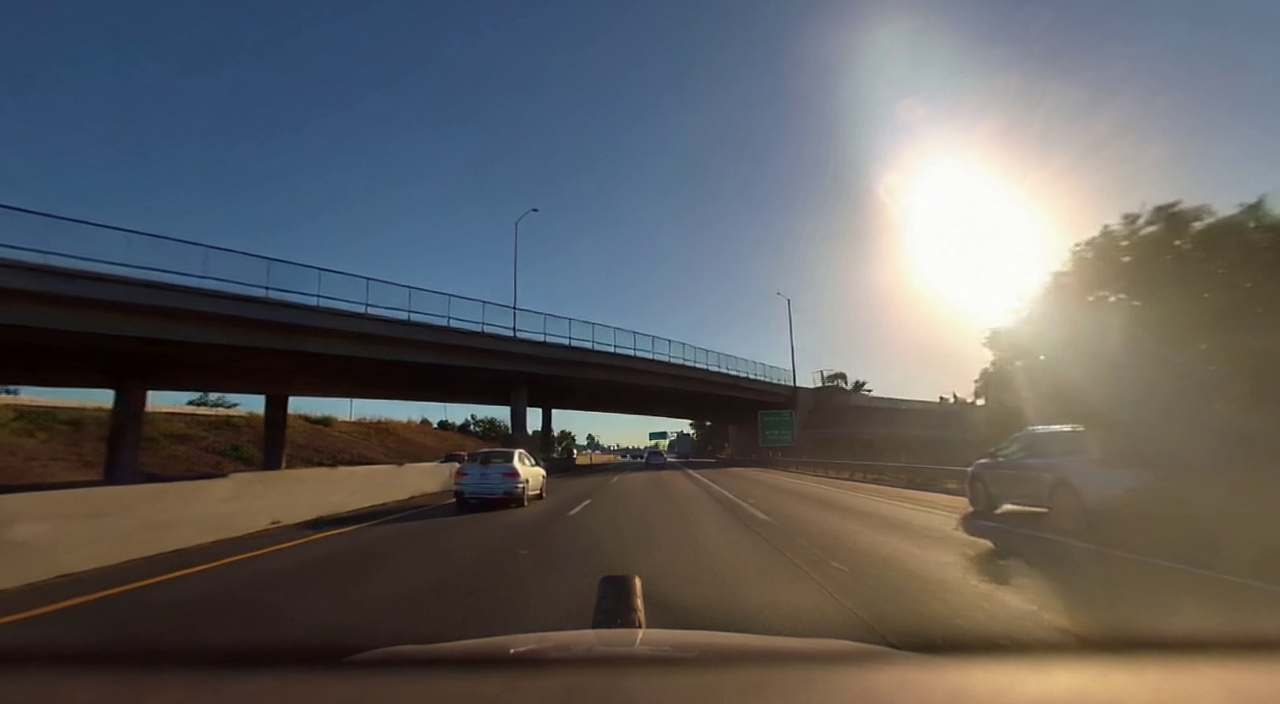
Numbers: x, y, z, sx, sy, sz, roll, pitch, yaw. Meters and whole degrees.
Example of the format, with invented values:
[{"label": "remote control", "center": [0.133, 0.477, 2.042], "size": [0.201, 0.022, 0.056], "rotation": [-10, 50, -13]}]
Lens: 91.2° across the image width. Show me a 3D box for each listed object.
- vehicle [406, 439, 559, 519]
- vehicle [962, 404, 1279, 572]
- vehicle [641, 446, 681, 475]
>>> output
[{"label": "vehicle", "center": [-3.526, 2.921, 14.978], "size": [2.084, 1.594, 4.219], "rotation": [-2, -9, 8]}, {"label": "vehicle", "center": [6.351, 1.683, 8.446], "size": [2.143, 1.667, 4.221], "rotation": [-2, -9, 7]}, {"label": "vehicle", "center": [1.286, 6.323, 36.762], "size": [1.969, 1.595, 3.964], "rotation": [-2, -9, 8]}]
